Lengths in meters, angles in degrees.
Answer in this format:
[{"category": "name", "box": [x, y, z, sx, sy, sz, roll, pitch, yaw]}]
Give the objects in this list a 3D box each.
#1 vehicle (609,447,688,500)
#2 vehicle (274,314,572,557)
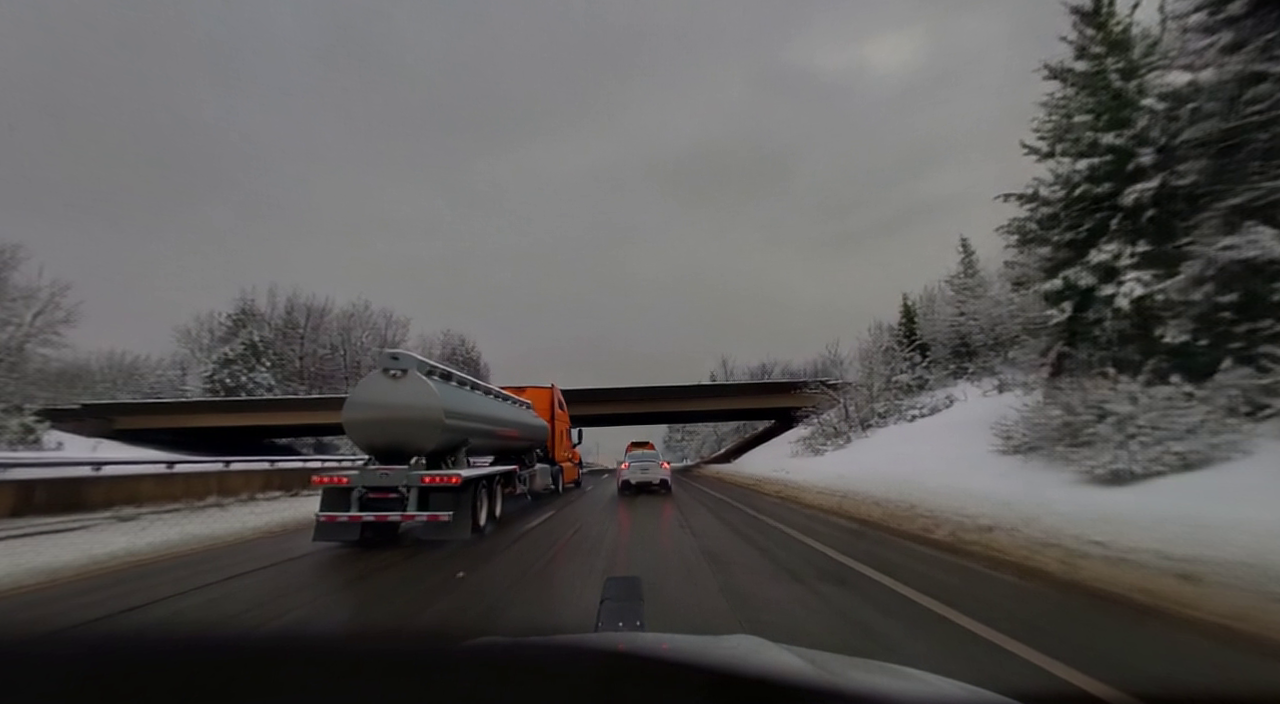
[{"category": "vehicle", "box": [0.217, 3.762, 20.034, 2.215, 1.481, 4.246, 0, -9, -1]}, {"category": "vehicle", "box": [-3.949, 2.283, 16.647, 2.896, 3.563, 14.643, 0, -9, -1]}]
